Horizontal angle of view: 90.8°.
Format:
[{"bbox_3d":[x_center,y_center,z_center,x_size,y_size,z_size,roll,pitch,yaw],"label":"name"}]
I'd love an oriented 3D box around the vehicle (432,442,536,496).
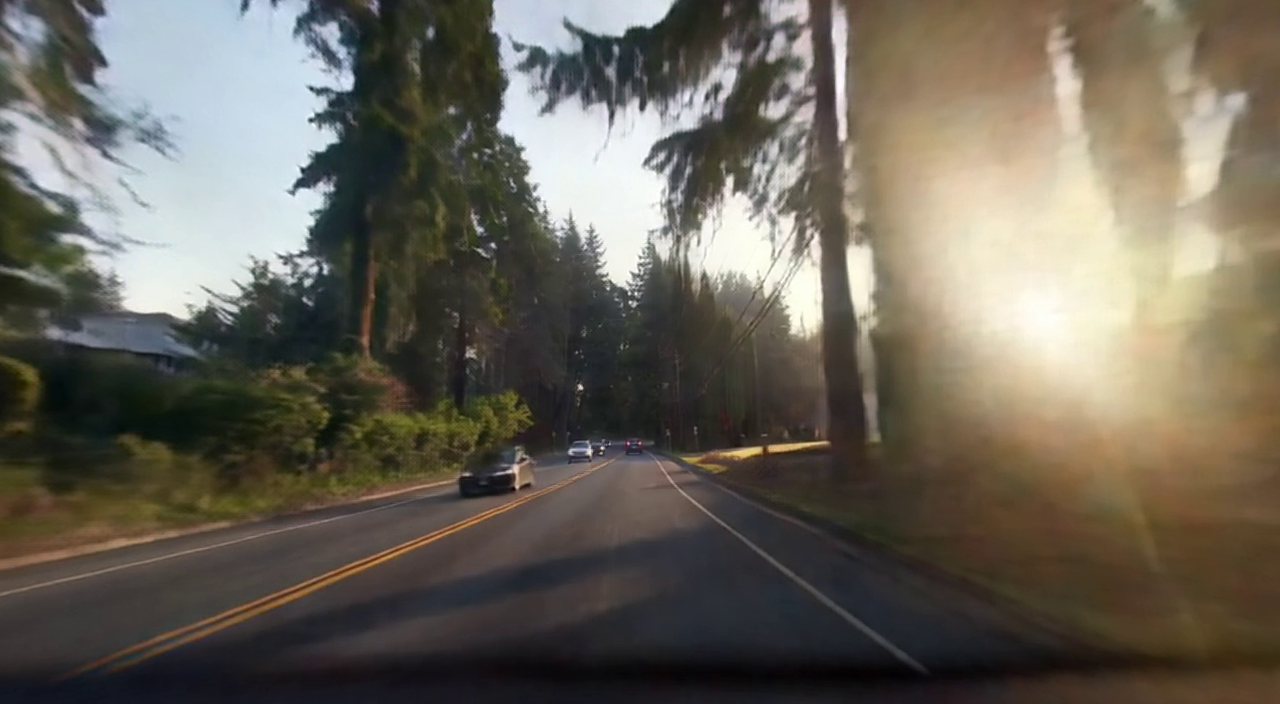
[{"bbox_3d":[-4.740,3.594,19.881,2.069,1.471,4.226,-1,-8,2],"label":"vehicle"}]
